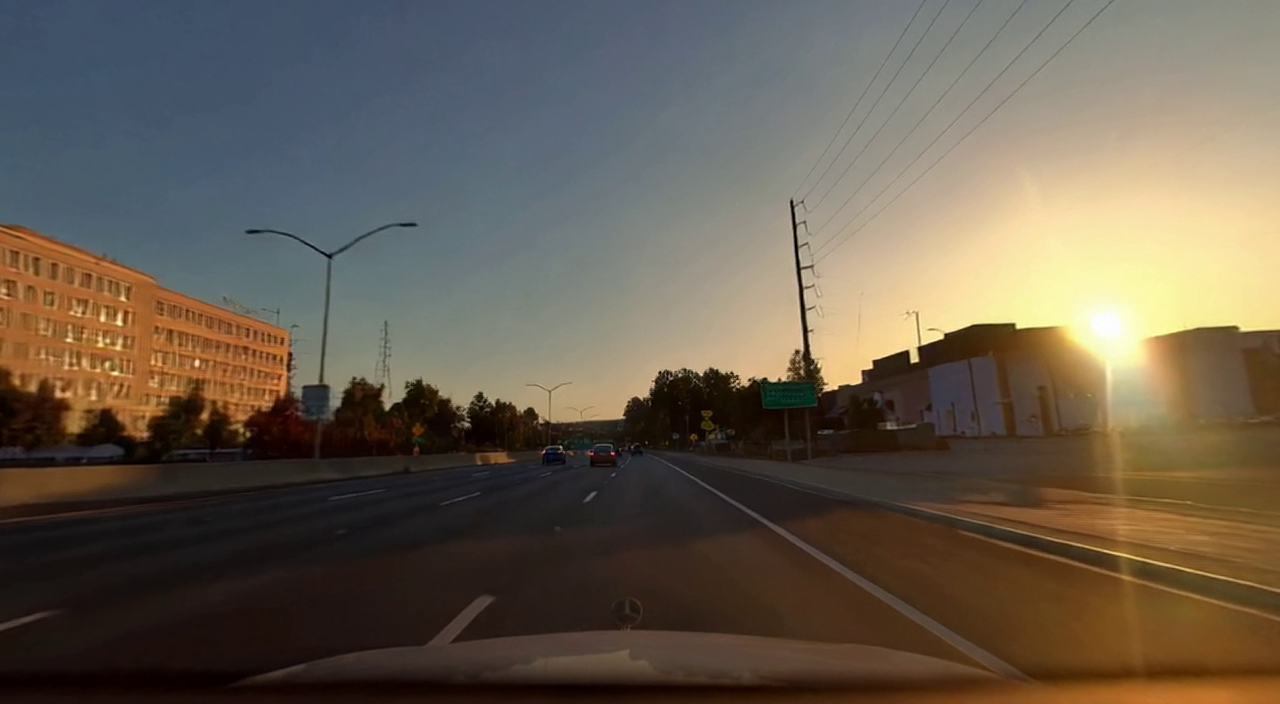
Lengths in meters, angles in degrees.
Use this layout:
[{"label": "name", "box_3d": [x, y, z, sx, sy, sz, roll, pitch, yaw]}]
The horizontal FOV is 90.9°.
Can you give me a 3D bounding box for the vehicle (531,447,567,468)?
[{"label": "vehicle", "box_3d": [-6.604, 7.670, 46.186, 1.936, 1.462, 4.388, 0, -8, 0]}]
